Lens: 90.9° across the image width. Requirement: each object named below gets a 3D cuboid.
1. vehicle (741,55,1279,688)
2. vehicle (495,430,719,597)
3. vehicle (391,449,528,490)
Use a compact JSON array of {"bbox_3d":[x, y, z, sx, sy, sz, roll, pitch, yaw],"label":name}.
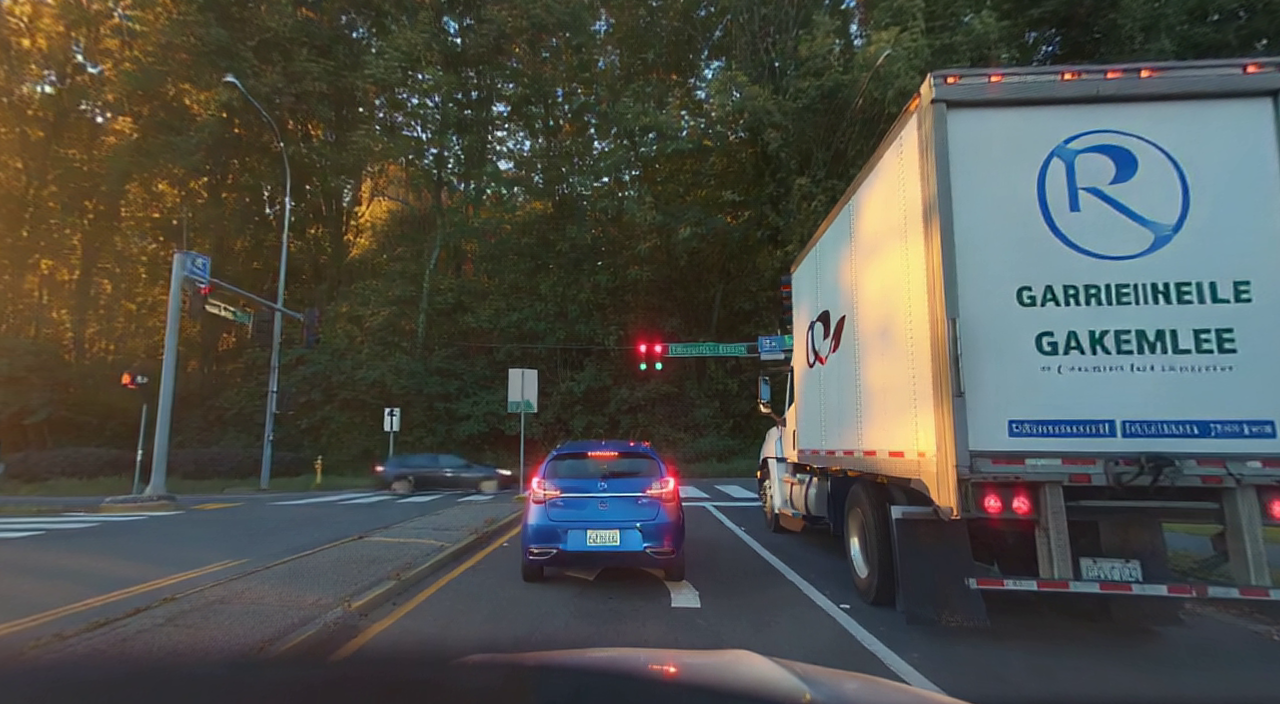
[{"bbox_3d":[3.511,0.725,8.542,2.884,3.753,9.763,0,-9,1],"label":"vehicle"},{"bbox_3d":[-0.328,1.713,7.425,1.975,1.457,3.526,0,-9,-1],"label":"vehicle"},{"bbox_3d":[-6.752,4.453,24.070,4.761,1.436,1.870,1,-9,-8],"label":"vehicle"}]
